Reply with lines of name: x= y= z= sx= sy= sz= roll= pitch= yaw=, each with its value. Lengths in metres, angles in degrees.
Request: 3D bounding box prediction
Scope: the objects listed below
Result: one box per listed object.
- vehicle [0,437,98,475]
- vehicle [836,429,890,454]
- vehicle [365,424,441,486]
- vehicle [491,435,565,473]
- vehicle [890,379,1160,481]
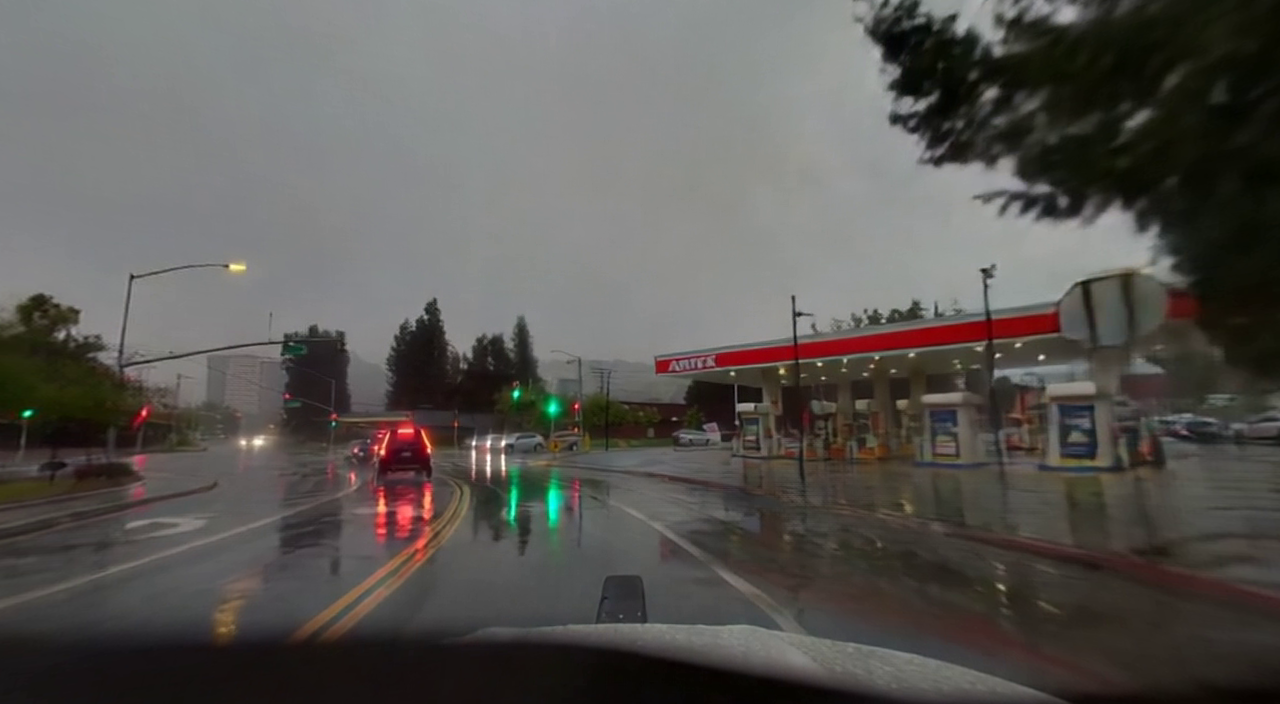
vehicle: x=-29.847 y=5.060 z=30.797 sx=4.632 sy=1.757 sz=2.073 roll=6 pitch=-10 yaw=-32
vehicle: x=17.131 y=6.860 z=48.237 sx=2.160 sy=1.764 sz=4.595 roll=-7 pitch=-11 yaw=43
vehicle: x=-8.843 y=3.761 z=23.206 sx=2.254 sy=2.006 sz=4.766 roll=4 pitch=-9 yaw=-23
vehicle: x=-5.869 y=5.238 z=32.599 sx=2.202 sy=1.822 sz=4.826 roll=5 pitch=-10 yaw=-30
vehicle: x=13.657 y=2.917 z=23.028 sx=2.906 sy=3.106 sz=7.741 roll=8 pitch=-12 yaw=-43
